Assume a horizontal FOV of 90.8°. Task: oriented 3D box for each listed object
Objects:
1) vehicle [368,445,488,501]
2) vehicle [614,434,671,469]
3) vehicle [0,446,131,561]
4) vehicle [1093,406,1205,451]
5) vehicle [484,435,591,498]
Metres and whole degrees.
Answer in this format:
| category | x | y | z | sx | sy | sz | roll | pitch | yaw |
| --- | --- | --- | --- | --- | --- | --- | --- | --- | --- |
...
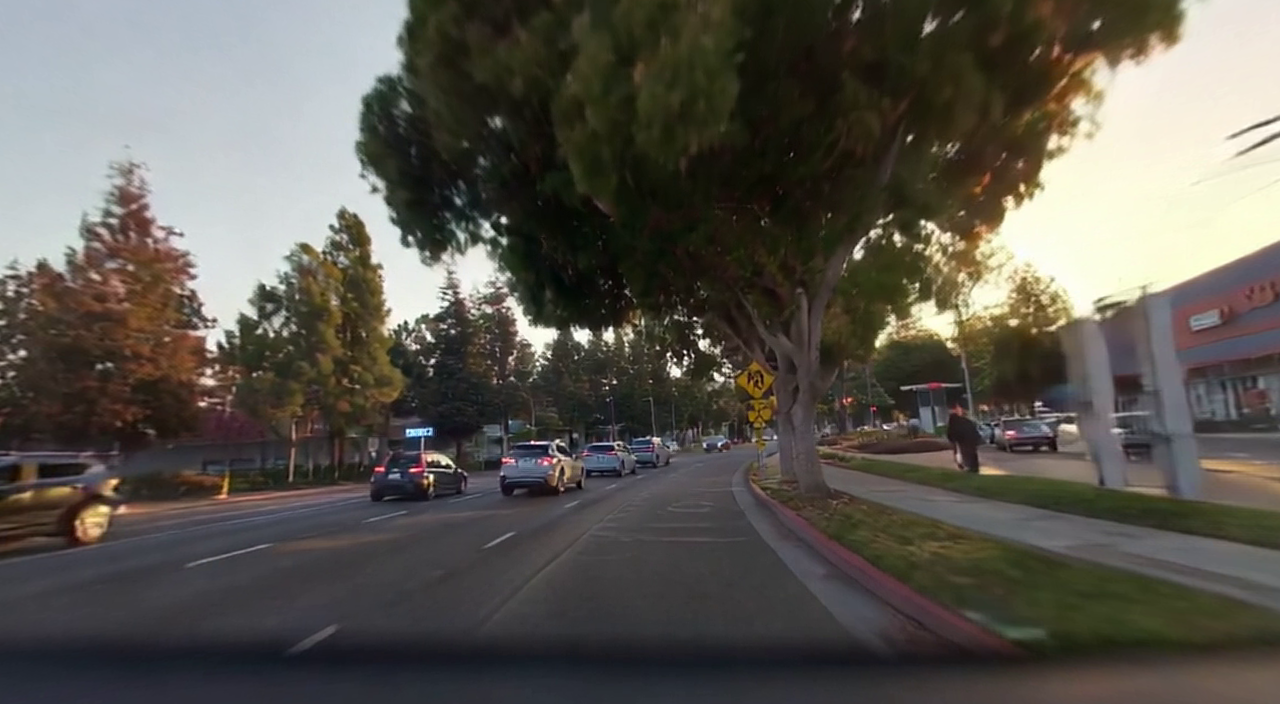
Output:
| category | x | y | z | sx | sy | sz | roll | pitch | yaw |
| --- | --- | --- | --- | --- | --- | --- | --- | --- | --- |
| vehicle | -6.529 | 3.734 | 19.962 | 1.974 | 1.558 | 3.949 | -1 | -8 | 8 |
| vehicle | 0.218 | 5.538 | 35.353 | 2.167 | 1.832 | 4.679 | -2 | -9 | 13 |
| vehicle | -10.426 | 2.286 | 9.559 | 1.799 | 1.682 | 4.637 | 0 | -8 | -4 |
| vehicle | 21.953 | 3.351 | 27.204 | 4.982 | 1.789 | 2.303 | 6 | -10 | -35 |
| vehicle | -2.910 | 3.362 | 19.016 | 2.002 | 1.664 | 4.113 | -1 | -8 | 8 |
